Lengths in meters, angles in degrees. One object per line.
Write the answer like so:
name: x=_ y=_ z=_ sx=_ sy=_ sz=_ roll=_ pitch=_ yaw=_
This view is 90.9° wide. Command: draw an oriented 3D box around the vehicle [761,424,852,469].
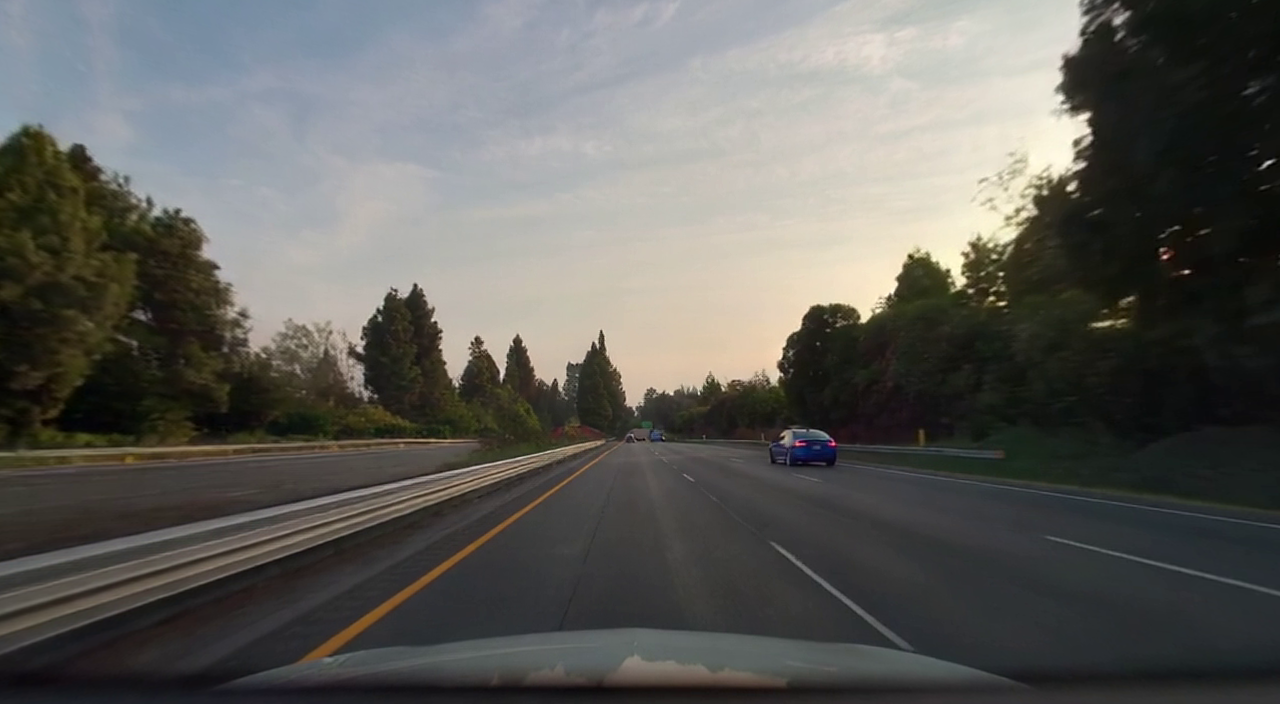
vehicle: x=6.836 y=3.953 z=26.516 sx=2.273 sy=1.698 sz=4.863 roll=0 pitch=-8 yaw=-3
